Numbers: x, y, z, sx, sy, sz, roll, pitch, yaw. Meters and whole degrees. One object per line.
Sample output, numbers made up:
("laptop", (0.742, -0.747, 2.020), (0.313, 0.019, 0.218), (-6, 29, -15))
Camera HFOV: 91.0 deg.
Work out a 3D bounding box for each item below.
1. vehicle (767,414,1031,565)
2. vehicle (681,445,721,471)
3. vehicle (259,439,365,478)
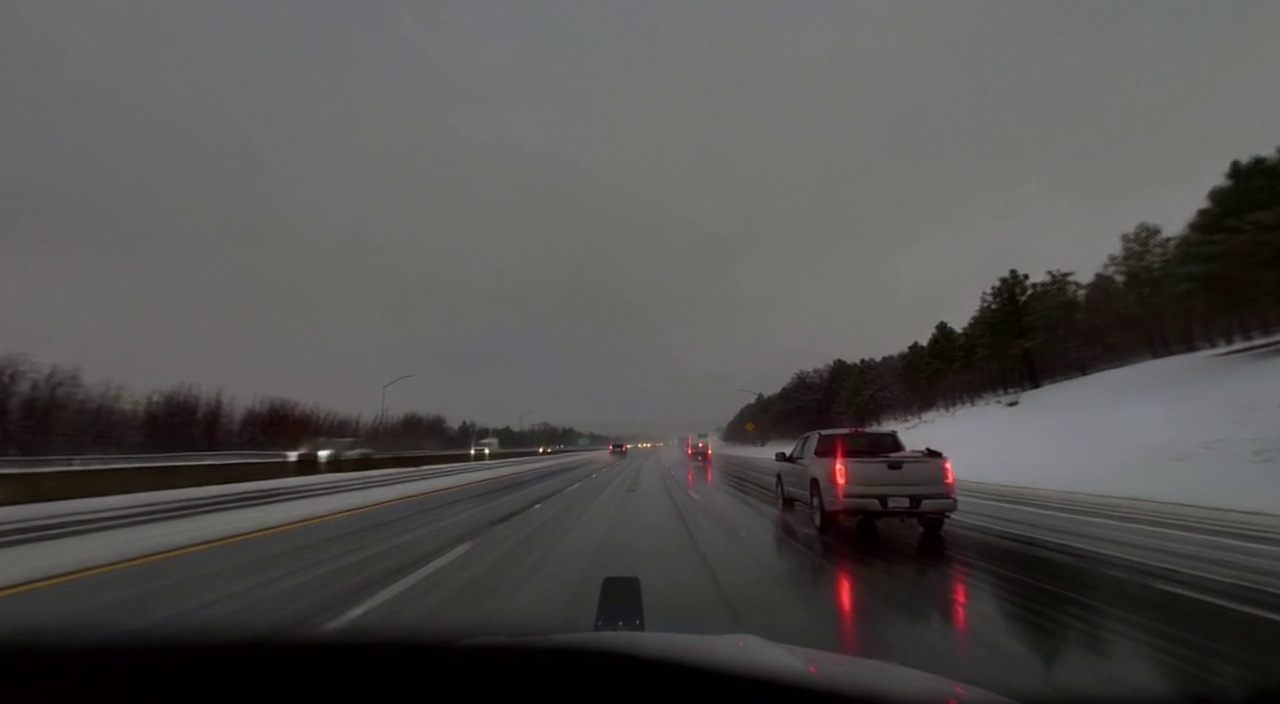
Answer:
("vehicle", (3.326, 1.866, 9.194), (2.095, 1.668, 4.135), (0, -9, 0))
("vehicle", (3.714, 6.518, 39.037), (2.047, 1.501, 4.237), (0, -9, 0))
("vehicle", (-14.234, 4.662, 27.713), (1.977, 1.535, 4.707), (0, -9, 2))
